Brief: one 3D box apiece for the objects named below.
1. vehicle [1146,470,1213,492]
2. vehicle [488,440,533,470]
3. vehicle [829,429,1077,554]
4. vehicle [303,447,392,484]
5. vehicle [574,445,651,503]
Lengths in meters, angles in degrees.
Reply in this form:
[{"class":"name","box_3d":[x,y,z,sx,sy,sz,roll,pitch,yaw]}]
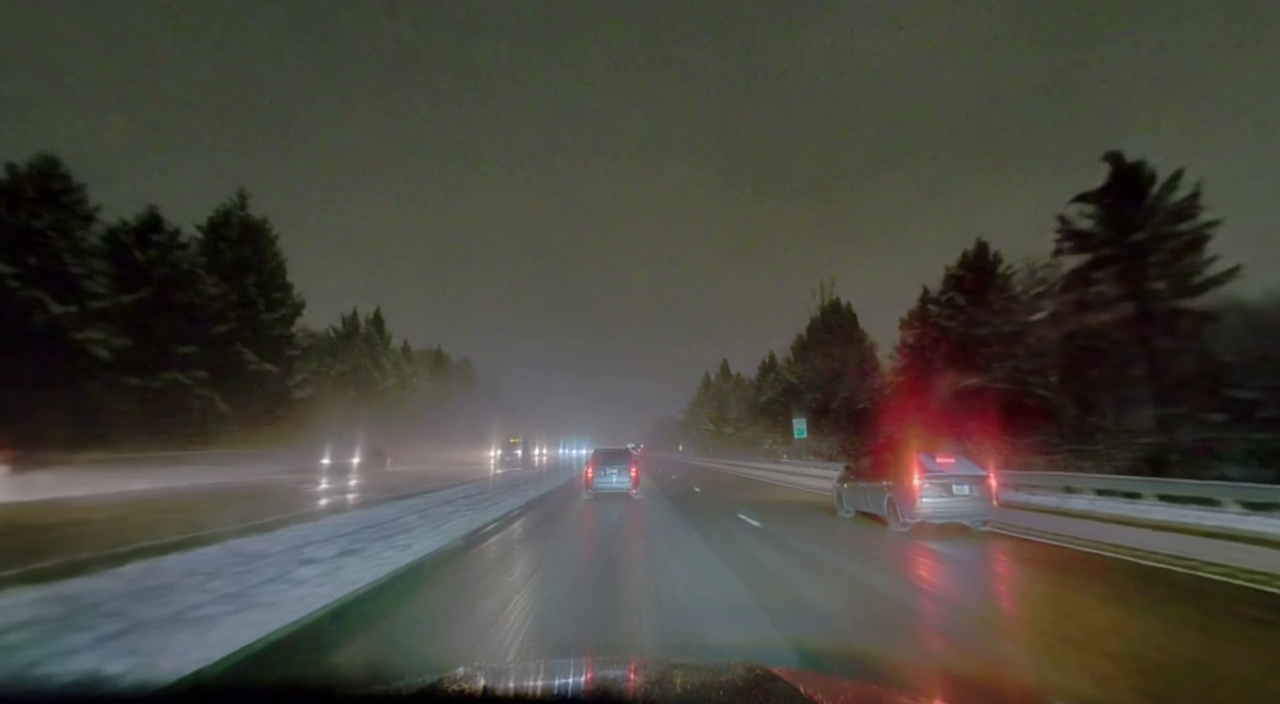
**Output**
[{"class":"vehicle","box_3d":[42.015,10.021,48.937,1.775,1.512,3.972,-1,-9,3]},{"class":"vehicle","box_3d":[-8.863,7.125,43.352,2.126,1.921,5.104,0,-9,-1]},{"class":"vehicle","box_3d":[4.517,2.053,9.814,1.910,1.554,3.718,0,-9,-1]},{"class":"vehicle","box_3d":[-12.691,4.934,27.538,1.919,1.502,4.134,0,-9,-1]},{"class":"vehicle","box_3d":[-0.745,3.529,18.585,2.013,1.479,4.169,0,-9,-1]}]
